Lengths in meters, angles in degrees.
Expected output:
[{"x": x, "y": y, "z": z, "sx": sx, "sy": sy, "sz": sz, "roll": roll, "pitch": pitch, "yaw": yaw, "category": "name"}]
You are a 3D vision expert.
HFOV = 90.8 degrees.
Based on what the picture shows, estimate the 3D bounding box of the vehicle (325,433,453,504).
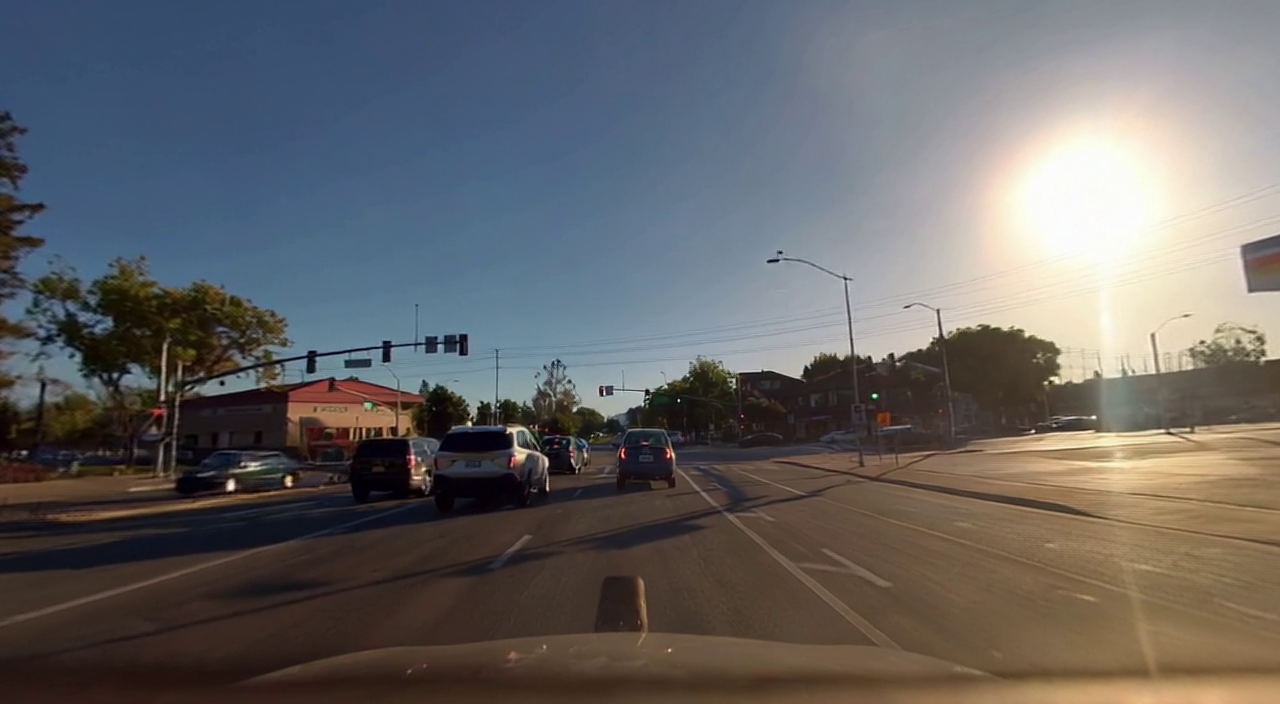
[{"x": -6.366, "y": 2.989, "z": 16.524, "sx": 1.790, "sy": 1.605, "sz": 3.696, "roll": 0, "pitch": -9, "yaw": 0, "category": "vehicle"}]

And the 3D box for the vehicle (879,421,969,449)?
[{"x": 20.940, "y": 6.205, "z": 46.868, "sx": 5.782, "sy": 1.950, "sz": 2.225, "roll": -3, "pitch": -9, "yaw": 19, "category": "vehicle"}]

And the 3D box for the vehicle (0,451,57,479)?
[{"x": -45.468, "y": 8.055, "z": 44.956, "sx": 5.808, "sy": 1.893, "sz": 2.225, "roll": -1, "pitch": -9, "yaw": 3, "category": "vehicle"}]

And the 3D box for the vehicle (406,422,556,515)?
[{"x": -3.263, "y": 2.519, "z": 14.036, "sx": 2.096, "sy": 1.718, "sz": 4.266, "roll": -1, "pitch": -9, "yaw": 2, "category": "vehicle"}]

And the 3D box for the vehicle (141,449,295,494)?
[{"x": -17.280, "y": 4.886, "z": 26.405, "sx": 2.299, "sy": 1.616, "sz": 5.765, "roll": -1, "pitch": -9, "yaw": 2, "category": "vehicle"}]

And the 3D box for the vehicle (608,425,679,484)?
[{"x": 0.129, "y": 3.614, "z": 22.403, "sx": 2.224, "sy": 1.819, "sz": 5.005, "roll": 0, "pitch": -9, "yaw": 1, "category": "vehicle"}]

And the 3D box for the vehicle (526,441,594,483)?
[{"x": -2.881, "y": 4.069, "z": 23.667, "sx": 1.881, "sy": 1.424, "sz": 4.098, "roll": -1, "pitch": -9, "yaw": 2, "category": "vehicle"}]
